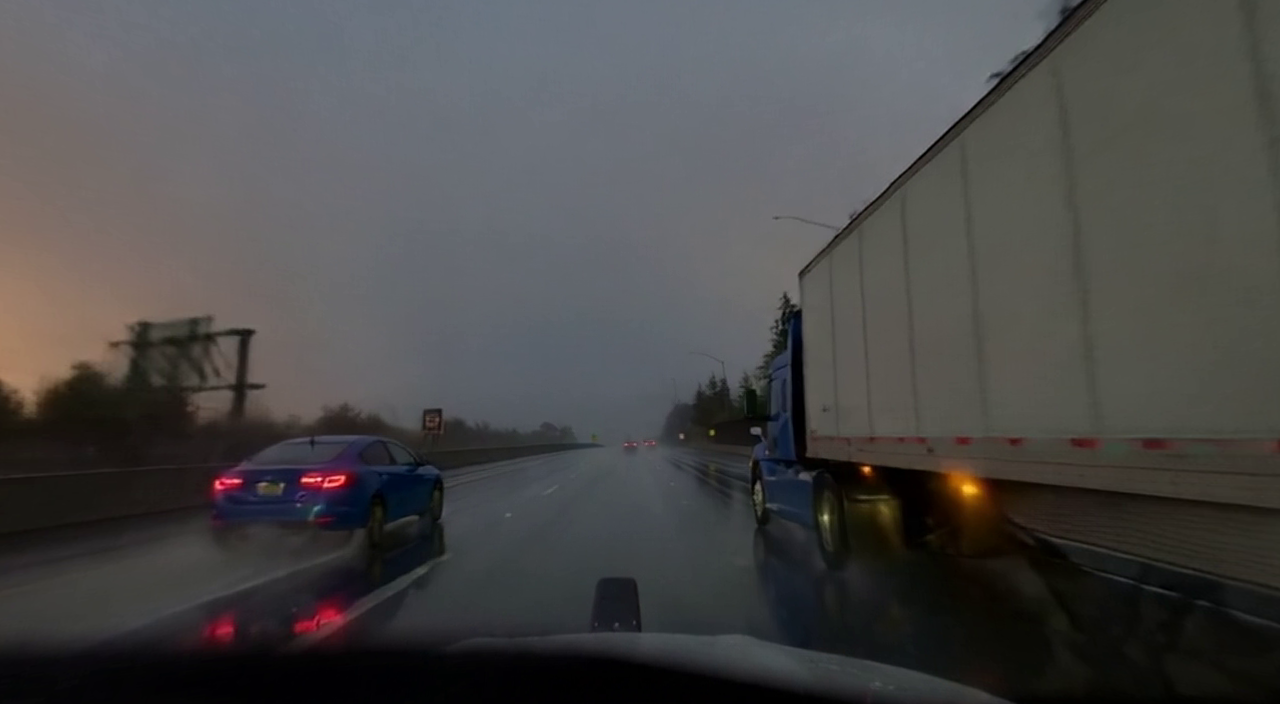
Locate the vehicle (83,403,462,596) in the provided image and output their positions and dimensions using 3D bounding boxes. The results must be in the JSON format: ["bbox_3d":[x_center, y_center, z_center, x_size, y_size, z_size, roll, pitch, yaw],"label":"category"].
[{"bbox_3d":[-3.830,1.582,7.755,2.063,1.661,4.439,0,-8,-1],"label":"vehicle"}]

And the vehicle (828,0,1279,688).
[{"bbox_3d":[4.061,-0.689,1.743,2.850,3.894,13.987,0,-7,0],"label":"vehicle"}]
